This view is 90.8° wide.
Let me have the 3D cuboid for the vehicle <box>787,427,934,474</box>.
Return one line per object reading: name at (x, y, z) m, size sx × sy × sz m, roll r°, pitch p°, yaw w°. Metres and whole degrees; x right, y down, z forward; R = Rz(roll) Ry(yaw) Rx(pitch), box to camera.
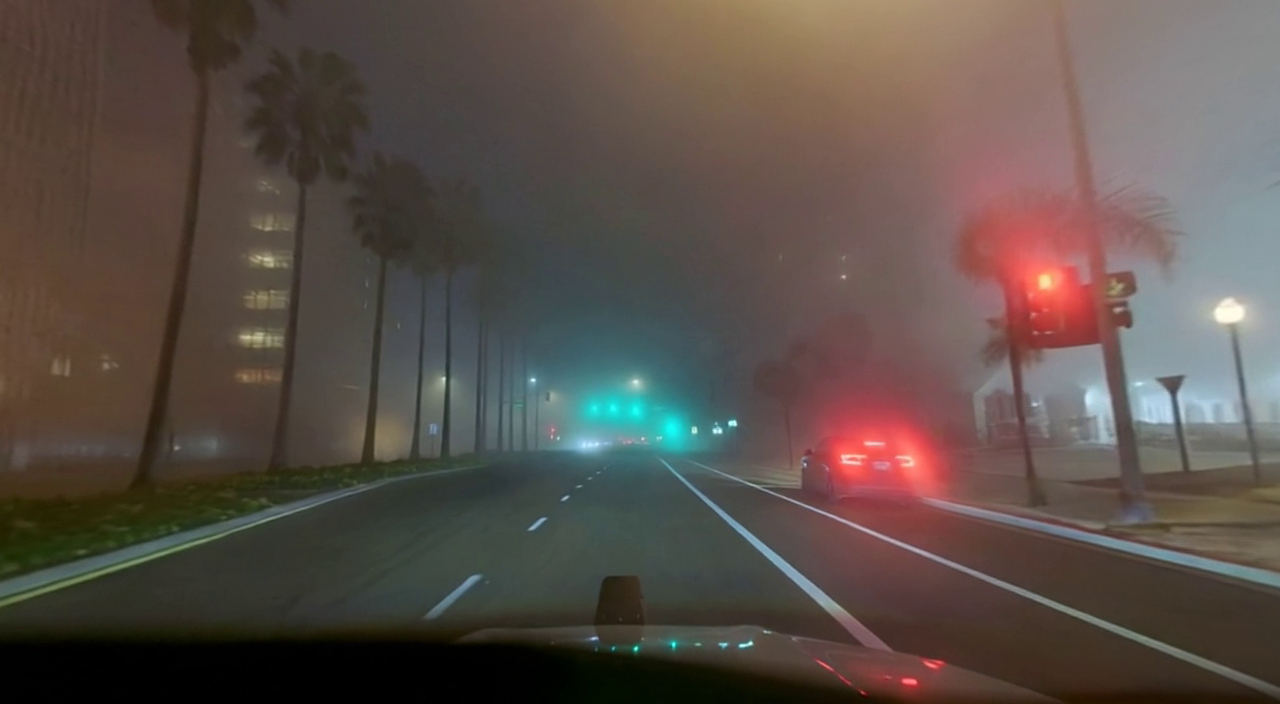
vehicle at (8.461, 3.838, 24.620) m, size 4.871 × 1.708 × 2.144 m, roll 0°, pitch -8°, yaw -2°
